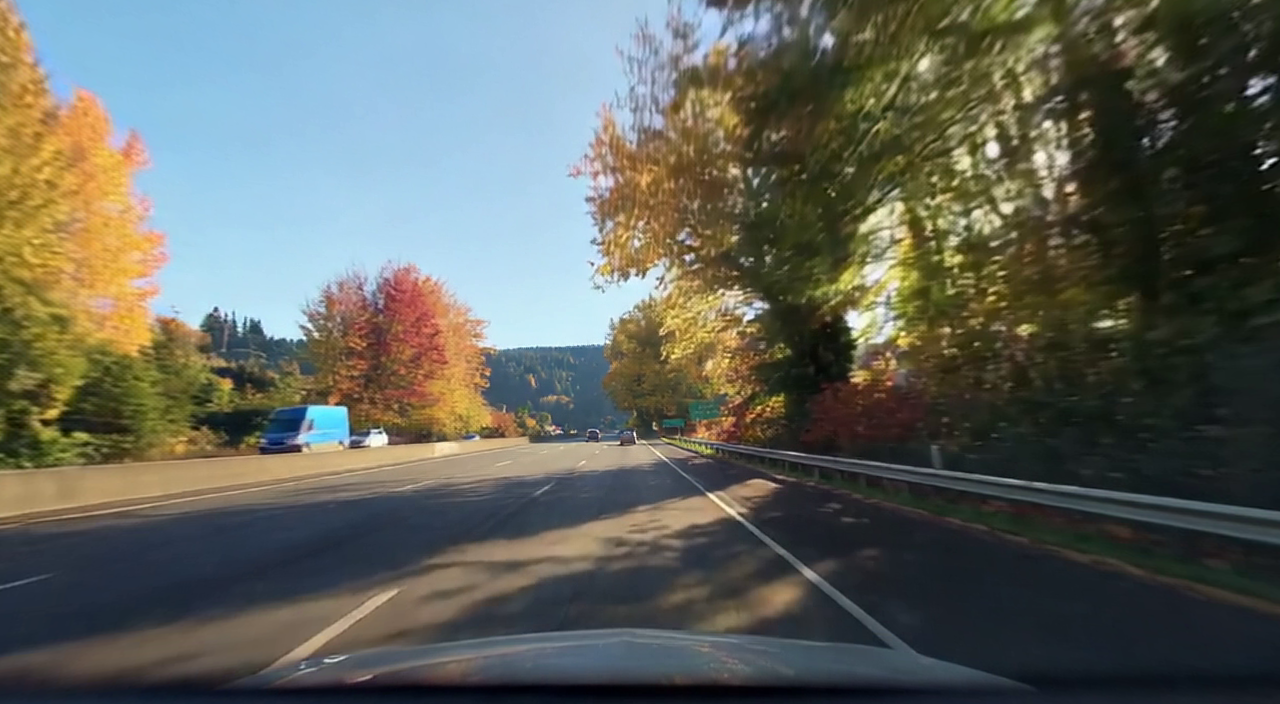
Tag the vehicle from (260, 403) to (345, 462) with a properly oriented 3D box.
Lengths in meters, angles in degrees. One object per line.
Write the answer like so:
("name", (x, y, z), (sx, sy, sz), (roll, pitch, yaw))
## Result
("vehicle", (-25.429, 6.158, 47.791), (3.053, 4.137, 6.199), (0, -8, -2))
